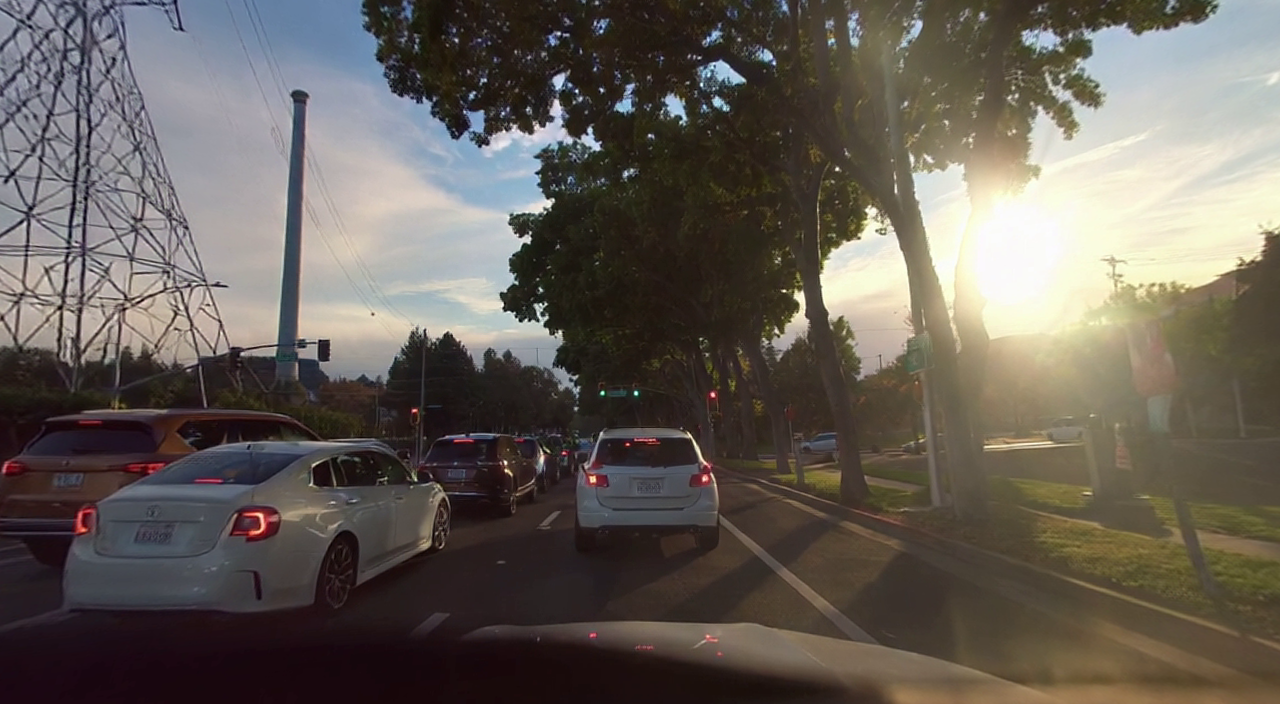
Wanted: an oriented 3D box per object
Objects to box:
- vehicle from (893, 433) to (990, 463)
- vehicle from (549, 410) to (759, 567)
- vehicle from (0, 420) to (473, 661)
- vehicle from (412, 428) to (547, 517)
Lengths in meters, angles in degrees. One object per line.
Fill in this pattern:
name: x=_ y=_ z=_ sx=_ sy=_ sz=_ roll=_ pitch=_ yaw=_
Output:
vehicle: x=15.086 y=4.800 z=31.708 sx=3.858 sy=1.437 sz=1.899 roll=0 pitch=-8 yaw=-4
vehicle: x=0.079 y=1.771 z=8.949 sx=2.239 sy=1.661 sz=4.224 roll=0 pitch=-8 yaw=-2
vehicle: x=-3.179 y=1.496 z=6.209 sx=1.973 sy=1.469 sz=4.448 roll=0 pitch=-8 yaw=-2
vehicle: x=-3.260 y=2.520 z=13.677 sx=1.997 sy=1.636 sz=3.760 roll=0 pitch=-8 yaw=-1
